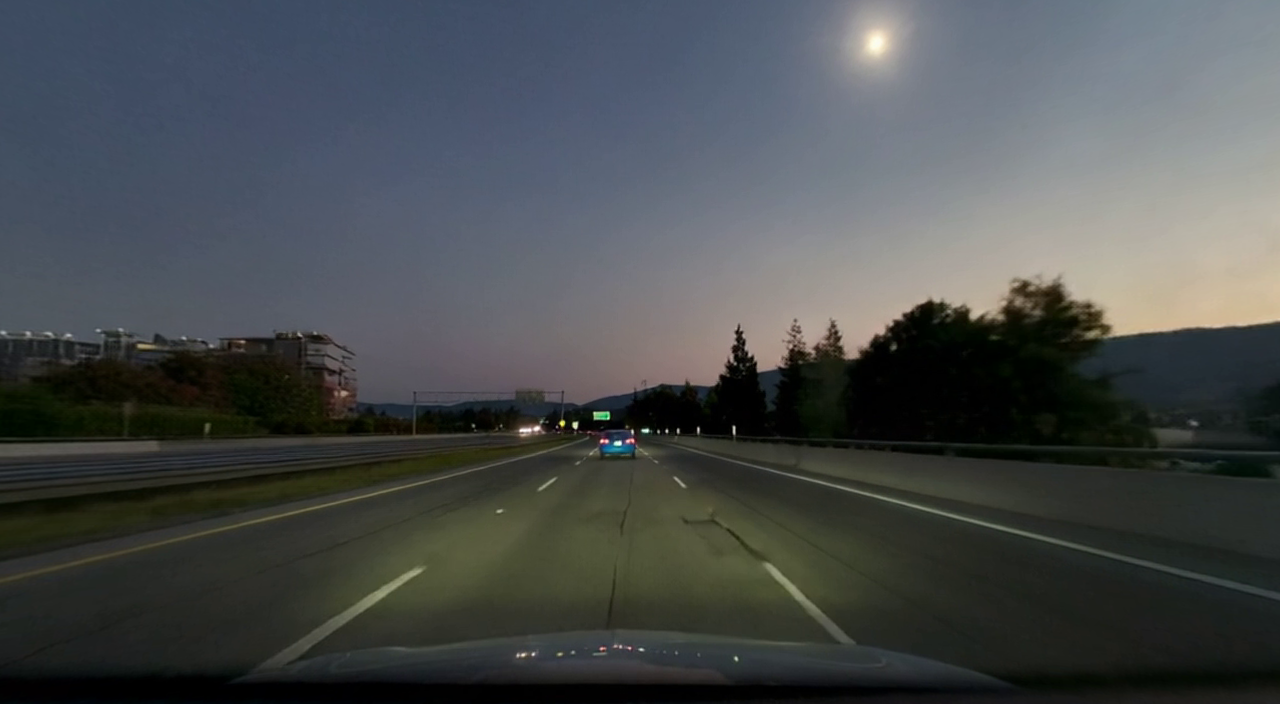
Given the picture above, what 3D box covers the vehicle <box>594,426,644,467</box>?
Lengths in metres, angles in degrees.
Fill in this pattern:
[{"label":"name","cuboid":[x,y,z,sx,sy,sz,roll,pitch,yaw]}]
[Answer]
[{"label":"vehicle","cuboid":[-0.897,4.055,27.143,2.020,1.633,3.942,0,-8,-2]}]
